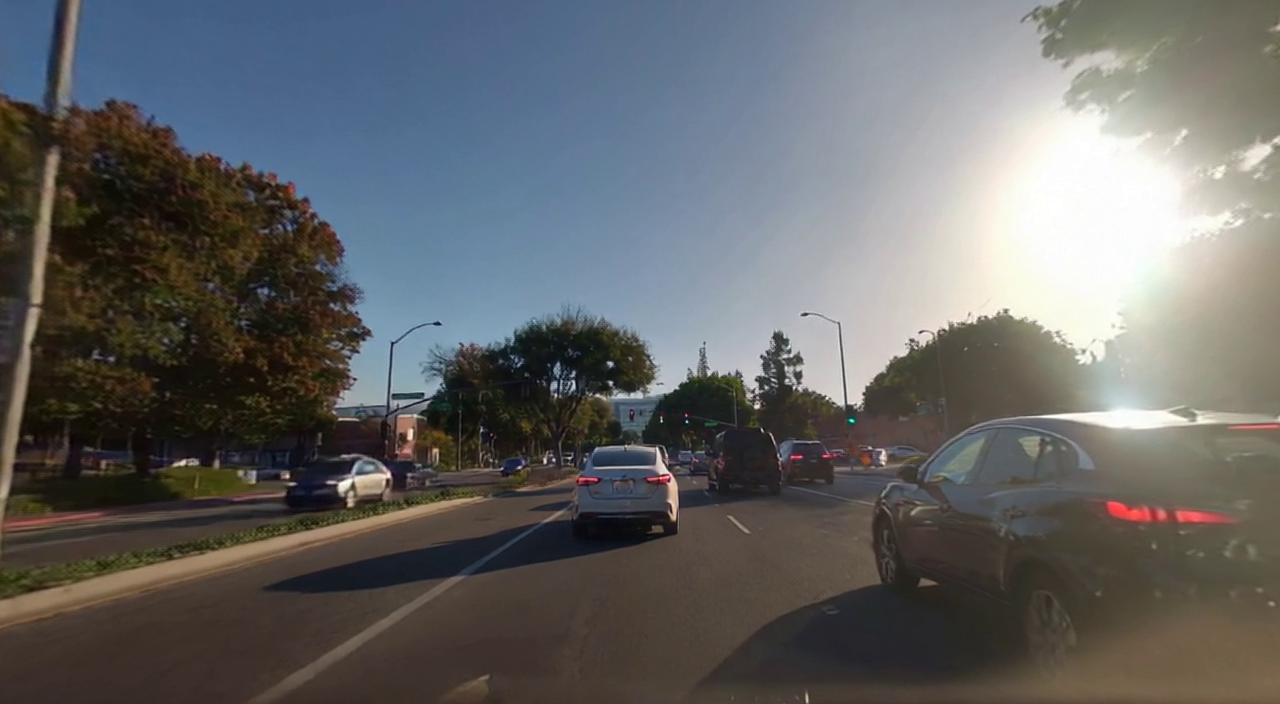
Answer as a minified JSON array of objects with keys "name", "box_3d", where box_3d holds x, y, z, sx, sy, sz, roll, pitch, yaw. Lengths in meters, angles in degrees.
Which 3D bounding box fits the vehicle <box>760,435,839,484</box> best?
[{"name":"vehicle","box_3d":[7.798,5.310,31.346,2.627,2.252,5.236,0,-9,1]}]

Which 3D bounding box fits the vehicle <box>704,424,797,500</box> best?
[{"name":"vehicle","box_3d":[3.923,4.055,23.583,2.516,2.481,5.766,0,-9,1]}]

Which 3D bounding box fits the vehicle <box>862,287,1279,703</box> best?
[{"name":"vehicle","box_3d":[3.355,1.043,4.475,1.982,1.960,4.427,0,-9,1]}]

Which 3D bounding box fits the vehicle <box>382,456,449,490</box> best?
[{"name":"vehicle","box_3d":[-12.203,6.567,34.432,1.944,1.638,4.496,0,-9,1]}]

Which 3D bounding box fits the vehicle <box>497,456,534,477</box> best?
[{"name":"vehicle","box_3d":[-9.416,8.694,47.815,1.933,1.469,4.516,0,-9,-1]}]

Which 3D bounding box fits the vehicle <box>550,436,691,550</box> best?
[{"name":"vehicle","box_3d":[-0.250,2.414,11.471,2.111,1.676,4.018,0,-9,1]}]

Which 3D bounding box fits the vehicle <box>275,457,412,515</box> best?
[{"name":"vehicle","box_3d":[-8.933,4.028,19.399,2.050,1.498,4.238,0,-9,2]}]
